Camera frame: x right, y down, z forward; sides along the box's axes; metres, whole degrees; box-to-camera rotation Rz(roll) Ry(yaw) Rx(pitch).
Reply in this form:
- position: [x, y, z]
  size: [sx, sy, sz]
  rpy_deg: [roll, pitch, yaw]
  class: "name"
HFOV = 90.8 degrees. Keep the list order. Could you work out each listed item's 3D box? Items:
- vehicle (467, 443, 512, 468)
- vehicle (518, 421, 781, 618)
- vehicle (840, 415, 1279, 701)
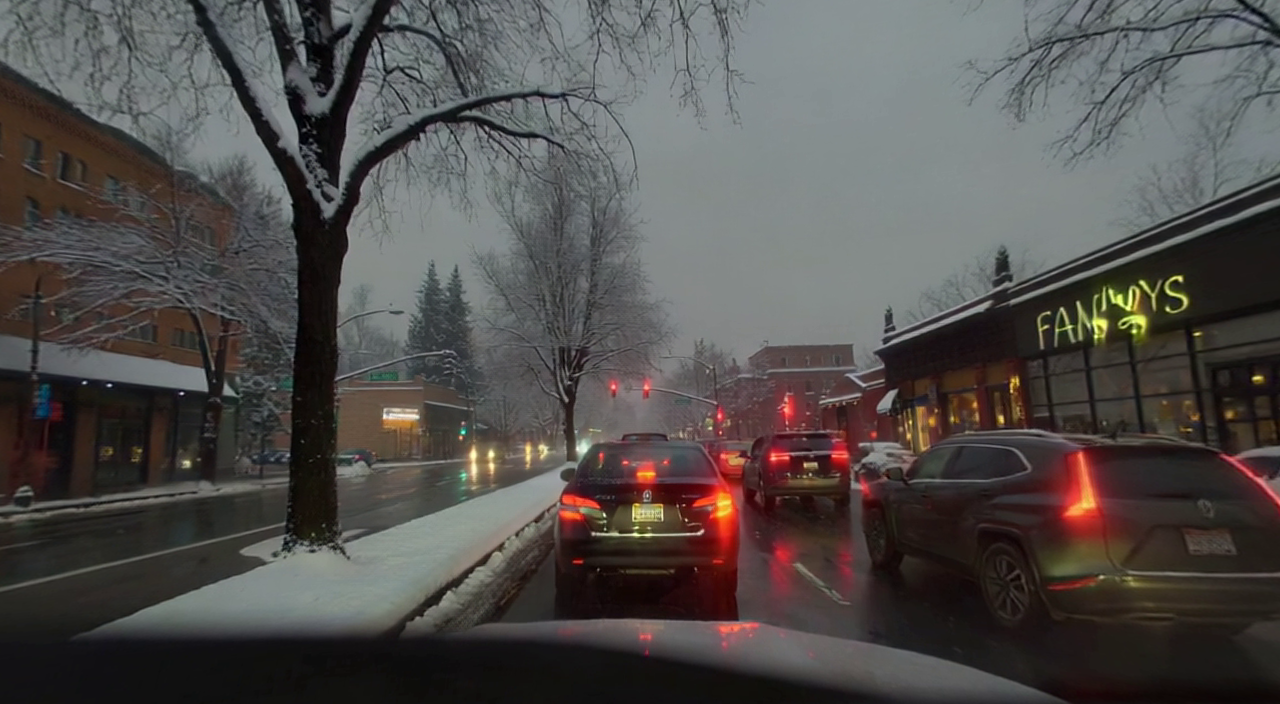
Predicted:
- position: [-11.086, 7.675, 46.924]
  size: [2.042, 1.749, 4.629]
  rpy_deg: [-1, -9, 2]
  class: "vehicle"
- position: [0.060, 1.557, 6.691]
  size: [2.006, 1.487, 3.535]
  rpy_deg: [0, -9, 0]
  class: "vehicle"
- position: [3.396, 1.395, 5.467]
  size: [1.988, 1.480, 4.195]
  rpy_deg: [0, -9, 1]
  class: "vehicle"
